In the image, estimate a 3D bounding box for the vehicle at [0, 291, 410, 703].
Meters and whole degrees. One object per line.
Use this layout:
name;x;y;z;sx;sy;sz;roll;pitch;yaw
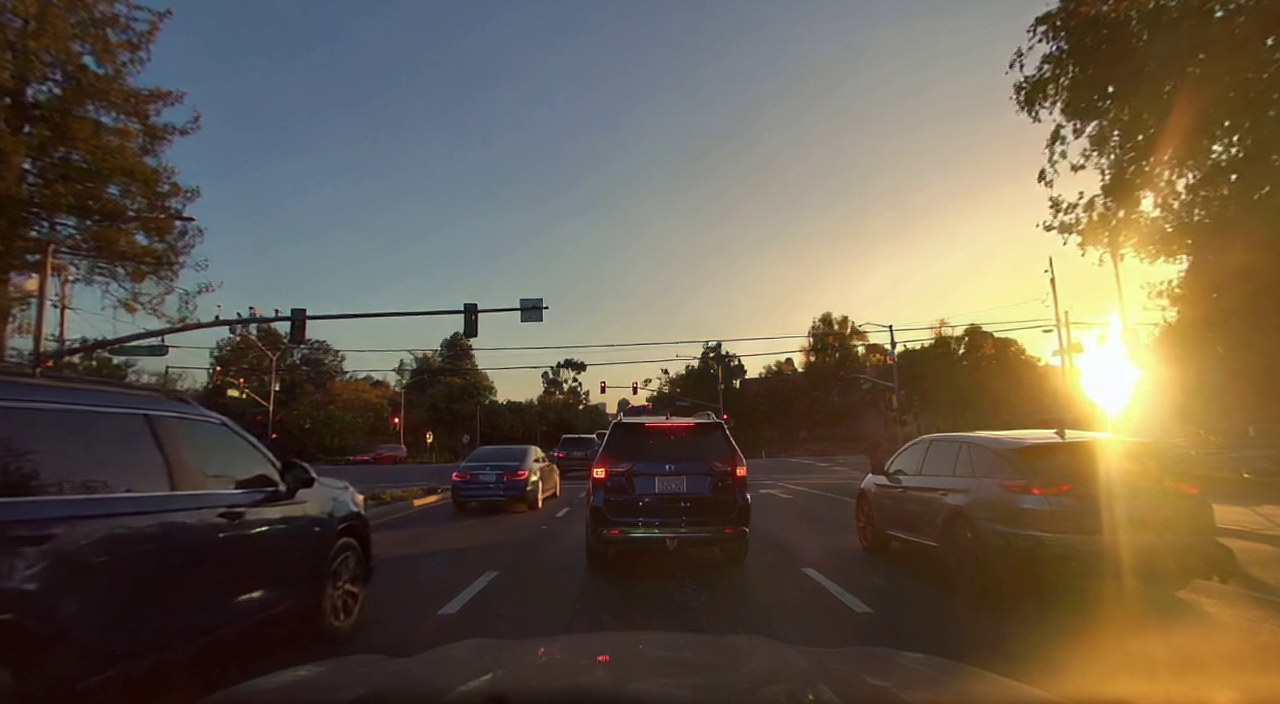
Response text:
vehicle;-3.115;0.881;3.142;2.054;1.814;4.941;0;-8;0

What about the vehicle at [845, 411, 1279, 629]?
vehicle;3.900;1.538;6.735;1.954;1.592;3.992;0;-8;-2

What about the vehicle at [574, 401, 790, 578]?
vehicle;0.417;1.704;8.587;2.172;1.764;4.338;0;-8;0

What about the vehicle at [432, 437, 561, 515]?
vehicle;-3.037;2.713;14.343;1.876;1.497;4.308;0;-8;1
